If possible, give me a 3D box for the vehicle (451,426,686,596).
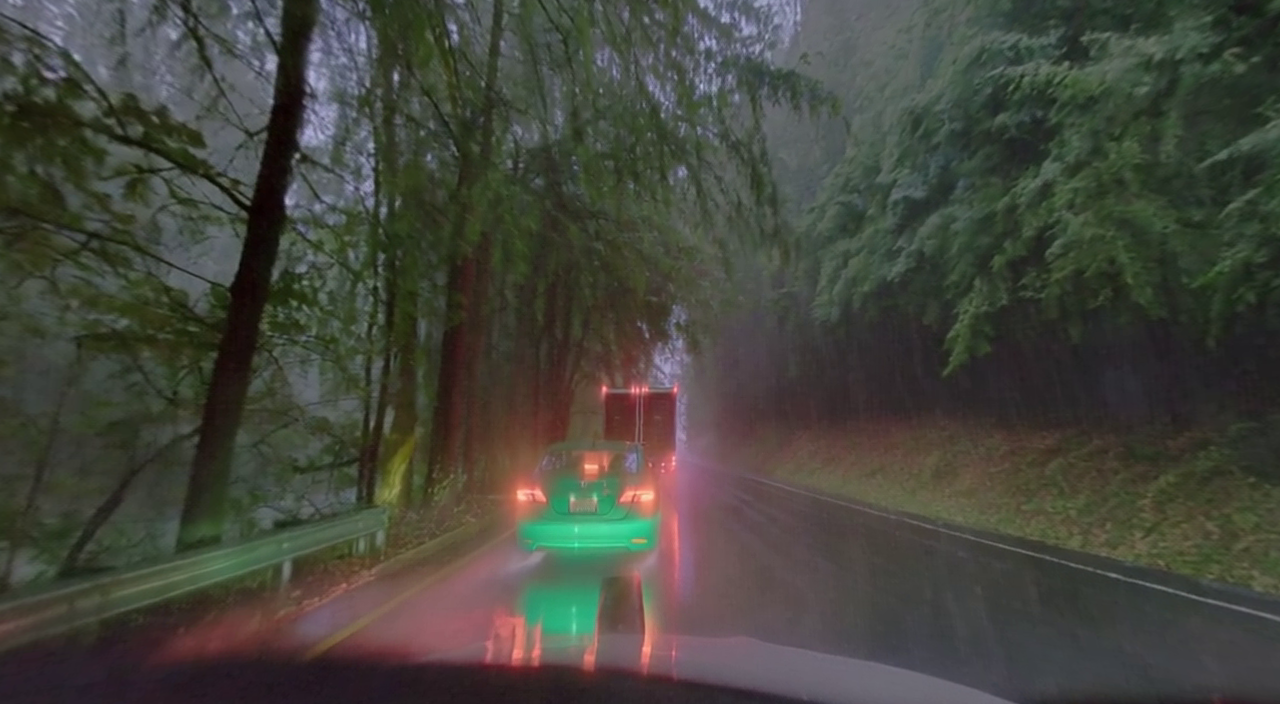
[{"bbox_3d":[-0.619,1.718,7.675,2.076,1.490,4.078,0,-9,0],"label":"vehicle"}]
